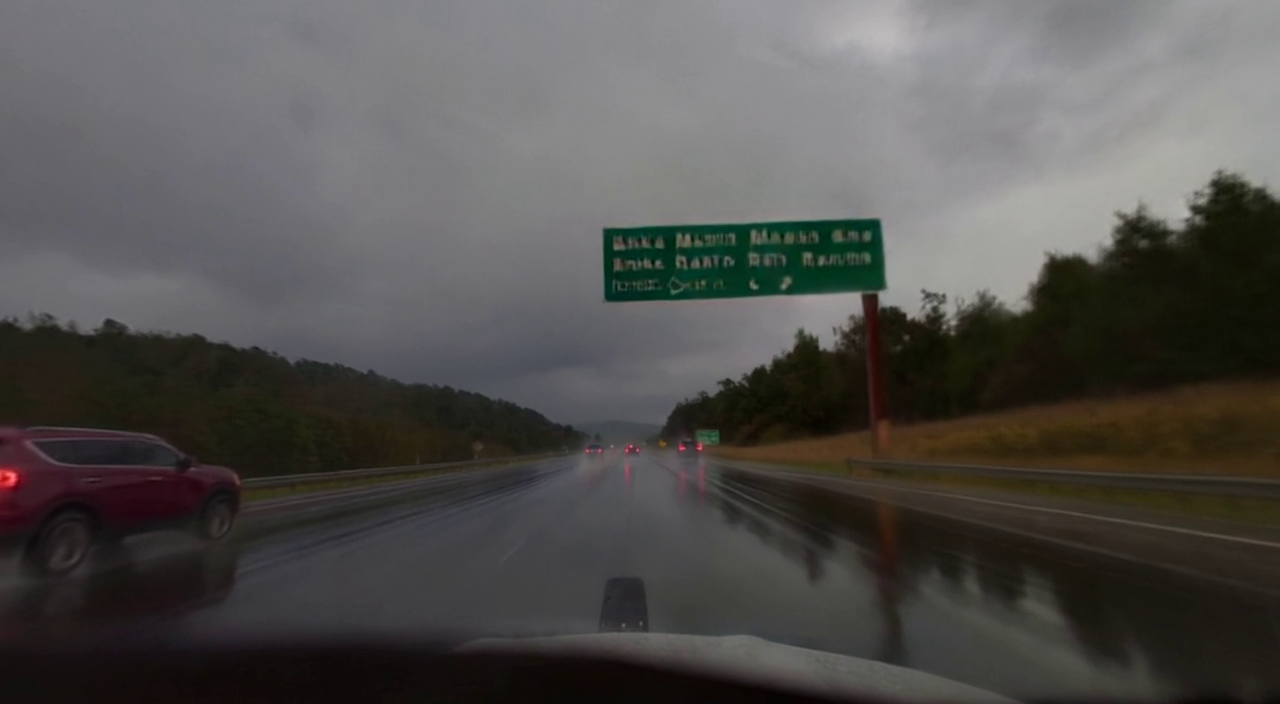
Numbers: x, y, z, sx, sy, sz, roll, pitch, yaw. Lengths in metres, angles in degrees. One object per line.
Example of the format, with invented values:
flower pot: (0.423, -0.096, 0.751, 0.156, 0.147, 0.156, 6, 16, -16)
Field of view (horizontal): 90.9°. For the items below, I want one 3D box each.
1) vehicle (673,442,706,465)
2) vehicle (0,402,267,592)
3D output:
vehicle: (3.771, 7.829, 48.799, 1.995, 1.712, 4.206, 0, -8, -3)
vehicle: (-7.139, 1.602, 7.543, 2.285, 1.759, 4.968, 0, -8, 0)
